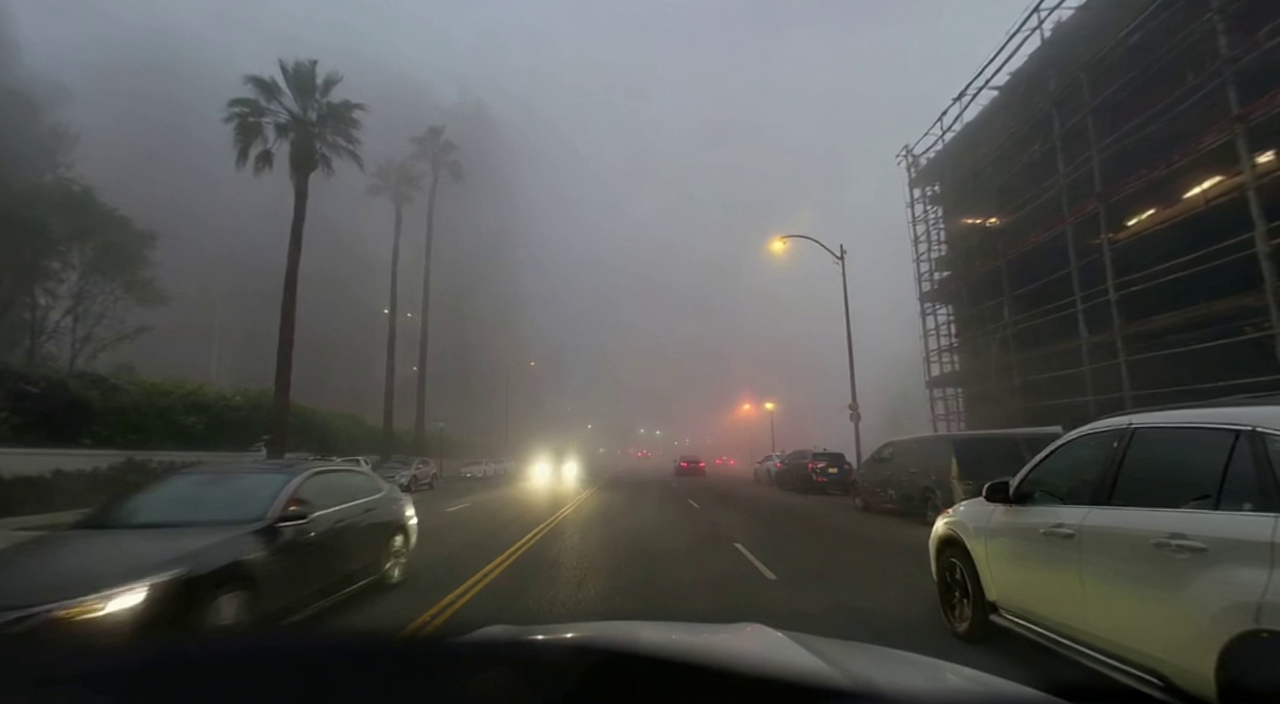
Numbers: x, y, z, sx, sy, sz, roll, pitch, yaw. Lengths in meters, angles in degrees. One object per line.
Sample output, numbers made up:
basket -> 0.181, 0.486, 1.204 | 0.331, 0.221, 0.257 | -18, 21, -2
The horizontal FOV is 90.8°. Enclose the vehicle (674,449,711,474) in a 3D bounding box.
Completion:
vehicle -> 3.308, 7.064, 40.838 | 1.999, 1.487, 3.939 | 0, -8, -1

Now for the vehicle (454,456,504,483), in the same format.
vehicle -> -9.704, 7.128, 38.413 | 1.826, 1.445, 4.325 | -1, -8, 1

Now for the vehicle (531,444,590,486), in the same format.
vehicle -> -3.535, 5.103, 28.891 | 2.096, 1.716, 4.300 | 0, -8, 1

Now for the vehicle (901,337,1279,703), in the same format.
vehicle -> 3.138, 0.910, 2.901 | 1.953, 1.687, 4.344 | 0, -8, -1

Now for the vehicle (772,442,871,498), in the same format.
vehicle -> 6.256, 4.099, 22.405 | 1.981, 1.768, 4.405 | 0, -8, -3

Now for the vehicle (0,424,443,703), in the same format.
vehicle -> -3.301, 1.393, 4.958 | 2.058, 1.490, 4.406 | 0, -8, 0
